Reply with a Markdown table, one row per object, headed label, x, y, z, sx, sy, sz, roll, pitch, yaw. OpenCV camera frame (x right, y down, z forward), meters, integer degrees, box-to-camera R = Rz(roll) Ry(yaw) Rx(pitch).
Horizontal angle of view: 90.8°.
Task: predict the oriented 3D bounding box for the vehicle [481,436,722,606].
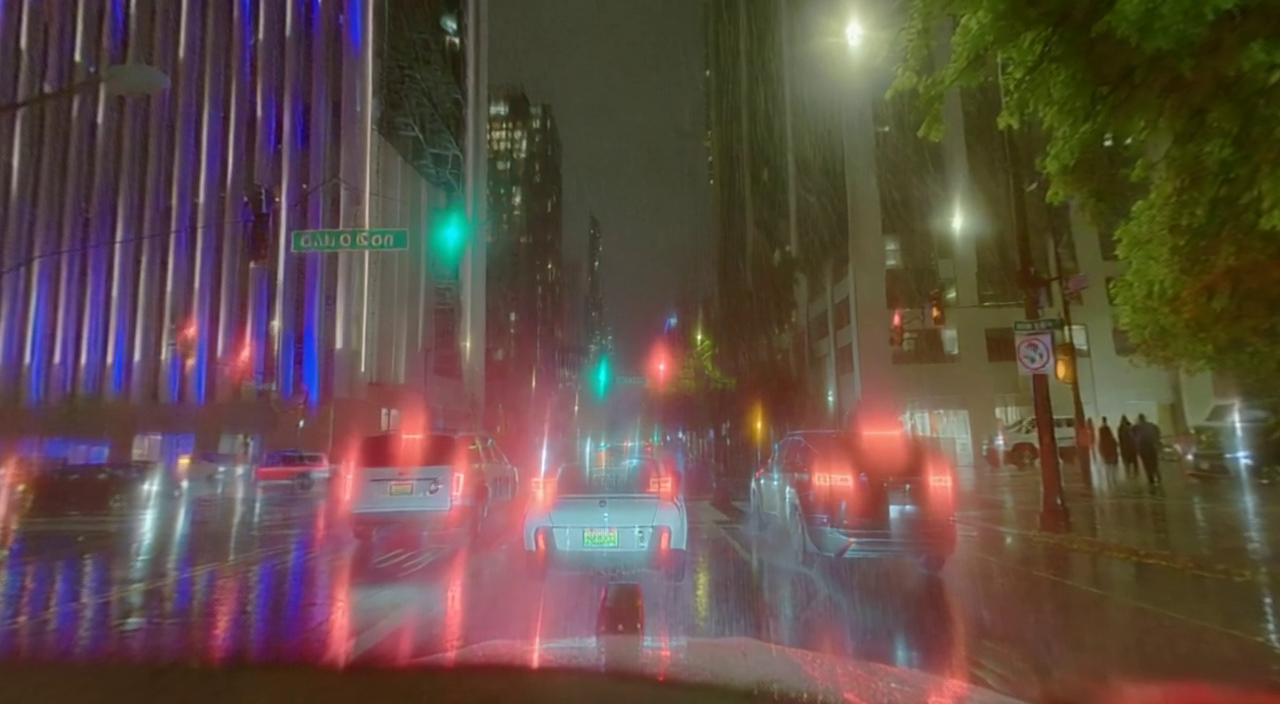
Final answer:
| label | x | y | z | sx | sy | sz | roll | pitch | yaw |
| --- | --- | --- | --- | --- | --- | --- | --- | --- | --- |
| vehicle | -0.356 | 1.784 | 7.642 | 2.092 | 1.454 | 4.132 | 0 | -8 | -1 |

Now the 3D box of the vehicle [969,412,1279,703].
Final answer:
| label | x | y | z | sx | sy | sz | roll | pitch | yaw |
| --- | --- | --- | --- | --- | --- | --- | --- | --- | --- |
| vehicle | 2.737 | 0.805 | 1.112 | 1.902 | 1.454 | 4.540 | 0 | -8 | 1 |

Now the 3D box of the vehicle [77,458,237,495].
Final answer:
| label | x | y | z | sx | sy | sz | roll | pitch | yaw |
| --- | --- | --- | --- | --- | --- | --- | --- | --- | --- |
| vehicle | -20.284 | 5.242 | 26.692 | 5.153 | 1.449 | 1.966 | 0 | -8 | 0 |

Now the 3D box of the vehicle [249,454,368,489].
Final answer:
| label | x | y | z | sx | sy | sz | roll | pitch | yaw |
| --- | --- | --- | --- | --- | --- | --- | --- | --- | --- |
| vehicle | -15.240 | 5.456 | 29.120 | 4.673 | 1.478 | 2.114 | -3 | -9 | 18 |

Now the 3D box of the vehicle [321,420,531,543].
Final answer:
| label | x | y | z | sx | sy | sz | roll | pitch | yaw |
| --- | --- | --- | --- | --- | --- | --- | --- | --- | --- |
| vehicle | -3.697 | 2.351 | 12.252 | 2.190 | 1.840 | 5.272 | 0 | -8 | 1 |

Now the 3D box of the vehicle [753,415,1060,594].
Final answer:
| label | x | y | z | sx | sy | sz | roll | pitch | yaw |
| --- | --- | --- | --- | --- | --- | --- | --- | --- | --- |
| vehicle | 3.043 | 1.846 | 8.626 | 2.072 | 1.735 | 4.759 | 0 | -8 | 0 |
